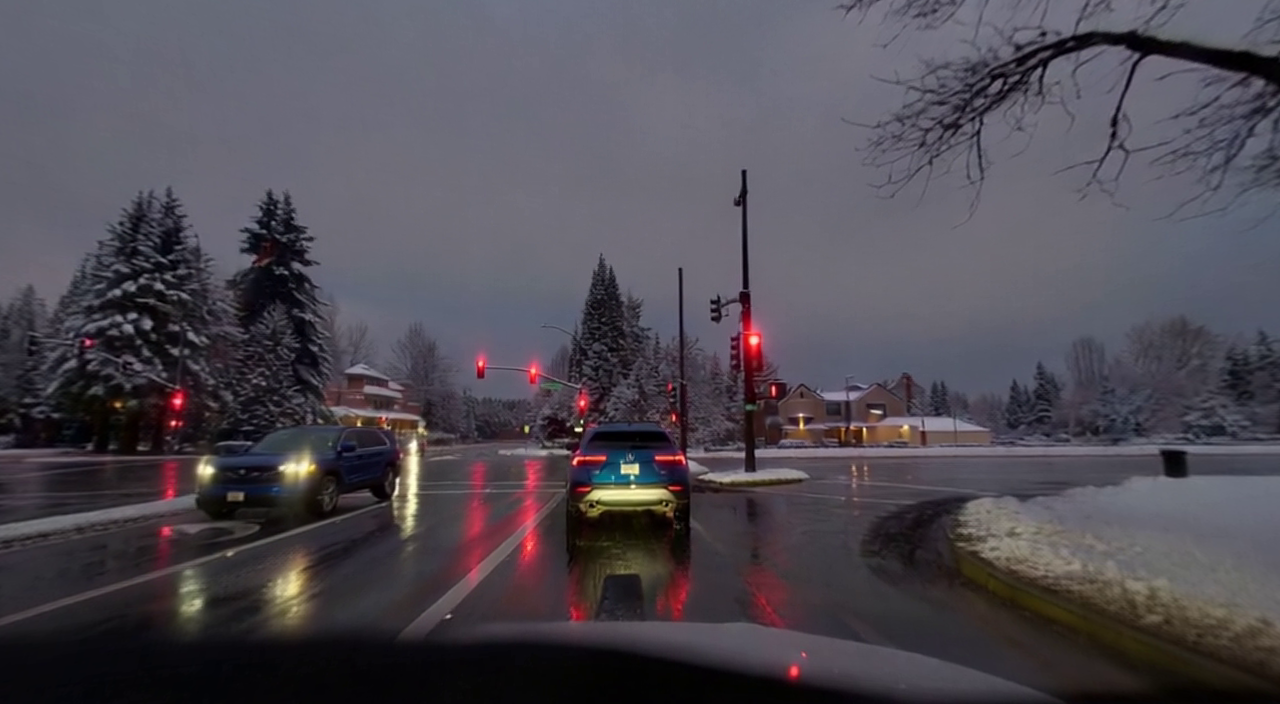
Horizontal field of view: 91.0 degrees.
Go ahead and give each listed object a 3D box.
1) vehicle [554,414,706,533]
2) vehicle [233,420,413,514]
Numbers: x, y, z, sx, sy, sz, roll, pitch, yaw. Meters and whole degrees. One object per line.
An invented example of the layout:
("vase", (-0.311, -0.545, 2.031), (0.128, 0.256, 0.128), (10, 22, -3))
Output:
("vehicle", (-0.290, 2.043, 11.099), (2.154, 1.670, 4.140), (1, -9, -4))
("vehicle", (-6.556, 2.413, 13.652), (2.020, 1.695, 4.187), (1, -9, -5))
